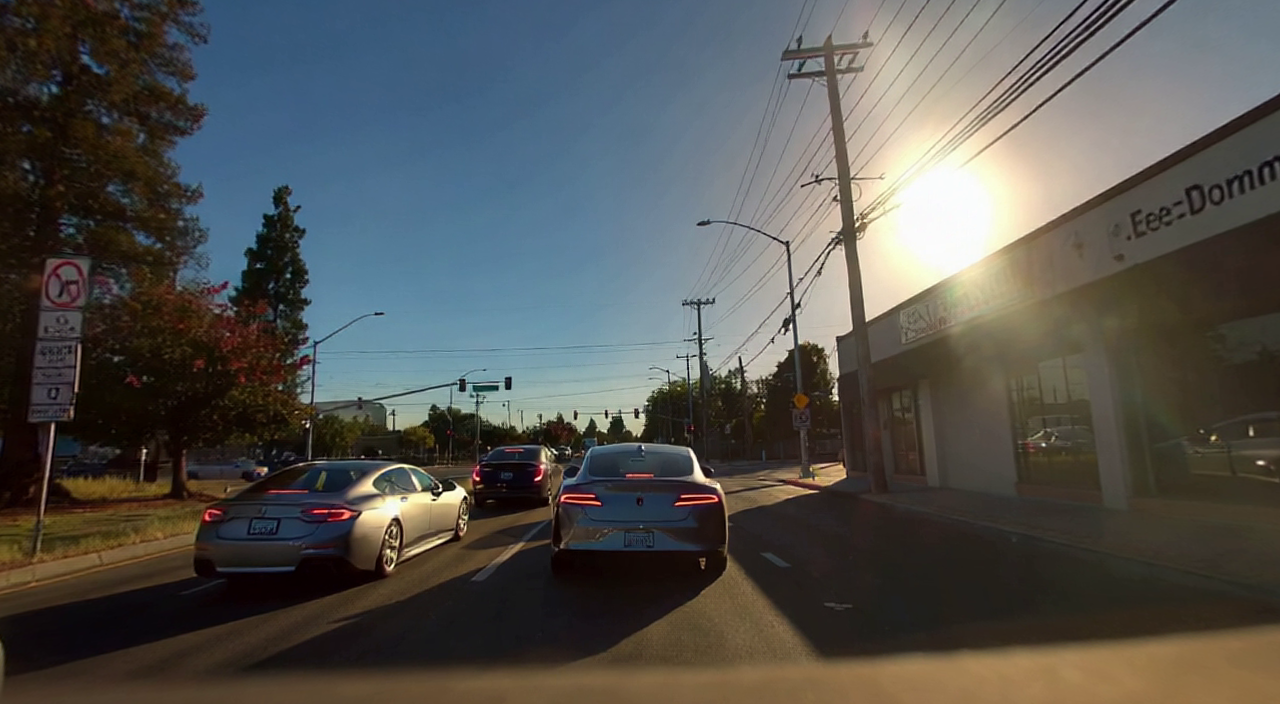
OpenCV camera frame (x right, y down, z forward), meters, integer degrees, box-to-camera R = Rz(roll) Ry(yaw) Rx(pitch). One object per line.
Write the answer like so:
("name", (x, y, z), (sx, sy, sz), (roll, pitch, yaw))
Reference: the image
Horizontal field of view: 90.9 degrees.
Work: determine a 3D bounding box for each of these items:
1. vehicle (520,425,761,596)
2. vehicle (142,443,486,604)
("vehicle", (-0.010, 1.680, 7.538), (2.101, 1.469, 3.955), (0, -9, 0))
("vehicle", (-3.231, 1.741, 7.325), (1.765, 1.319, 4.013), (0, -9, 2))
